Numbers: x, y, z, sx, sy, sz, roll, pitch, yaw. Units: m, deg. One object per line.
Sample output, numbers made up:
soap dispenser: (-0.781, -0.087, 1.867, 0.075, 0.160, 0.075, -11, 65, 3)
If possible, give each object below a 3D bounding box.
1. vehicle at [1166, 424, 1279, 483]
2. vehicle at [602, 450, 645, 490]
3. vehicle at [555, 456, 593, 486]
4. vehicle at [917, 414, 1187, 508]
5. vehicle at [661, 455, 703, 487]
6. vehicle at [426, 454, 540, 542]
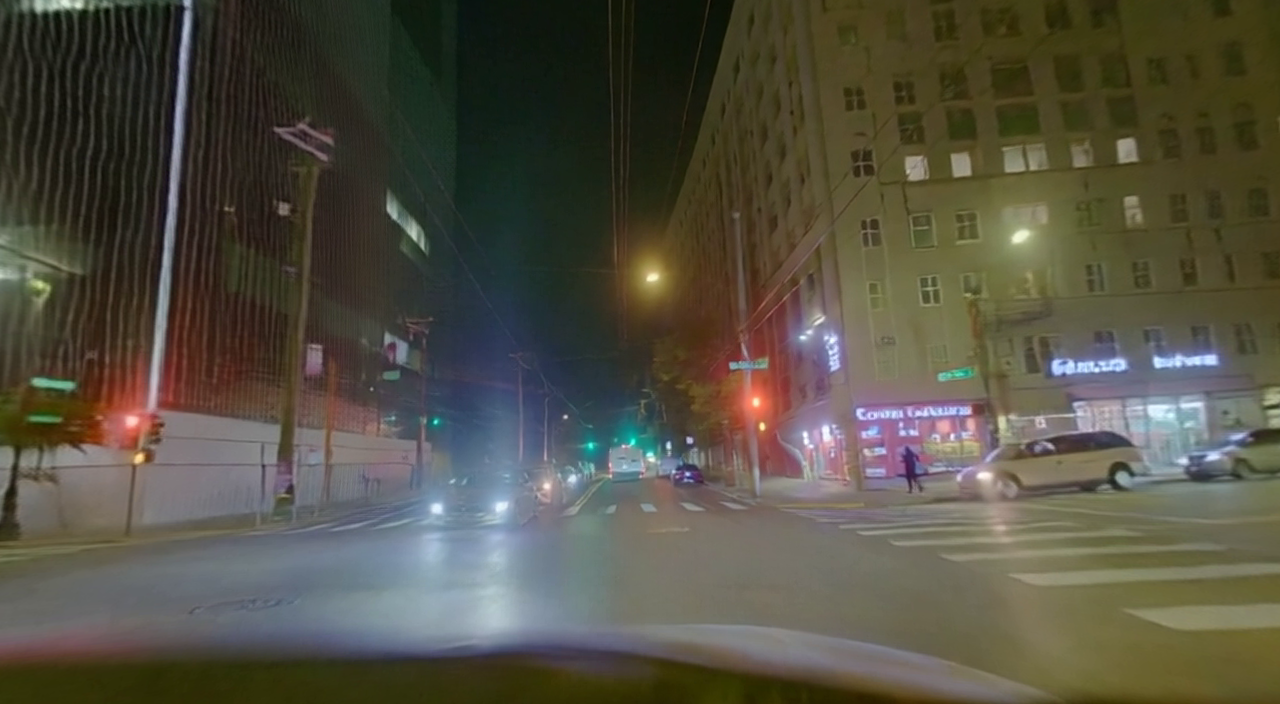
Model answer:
vehicle: (18.366, 2.948, 18.505, 4.161, 1.586, 1.992, 0, -9, -3)
vehicle: (-0.909, 6.171, 33.370, 2.127, 1.893, 4.194, 0, -9, -3)
vehicle: (-4.140, 7.518, 40.136, 1.983, 1.727, 4.294, 0, -9, -1)
vehicle: (9.974, 2.718, 15.782, 4.966, 1.826, 2.209, -5, -9, 6)
vehicle: (2.328, 6.805, 36.356, 1.934, 1.633, 4.271, 0, -9, -3)
vehicle: (-3.719, 3.481, 15.709, 2.026, 1.616, 4.109, -2, -7, -4)
